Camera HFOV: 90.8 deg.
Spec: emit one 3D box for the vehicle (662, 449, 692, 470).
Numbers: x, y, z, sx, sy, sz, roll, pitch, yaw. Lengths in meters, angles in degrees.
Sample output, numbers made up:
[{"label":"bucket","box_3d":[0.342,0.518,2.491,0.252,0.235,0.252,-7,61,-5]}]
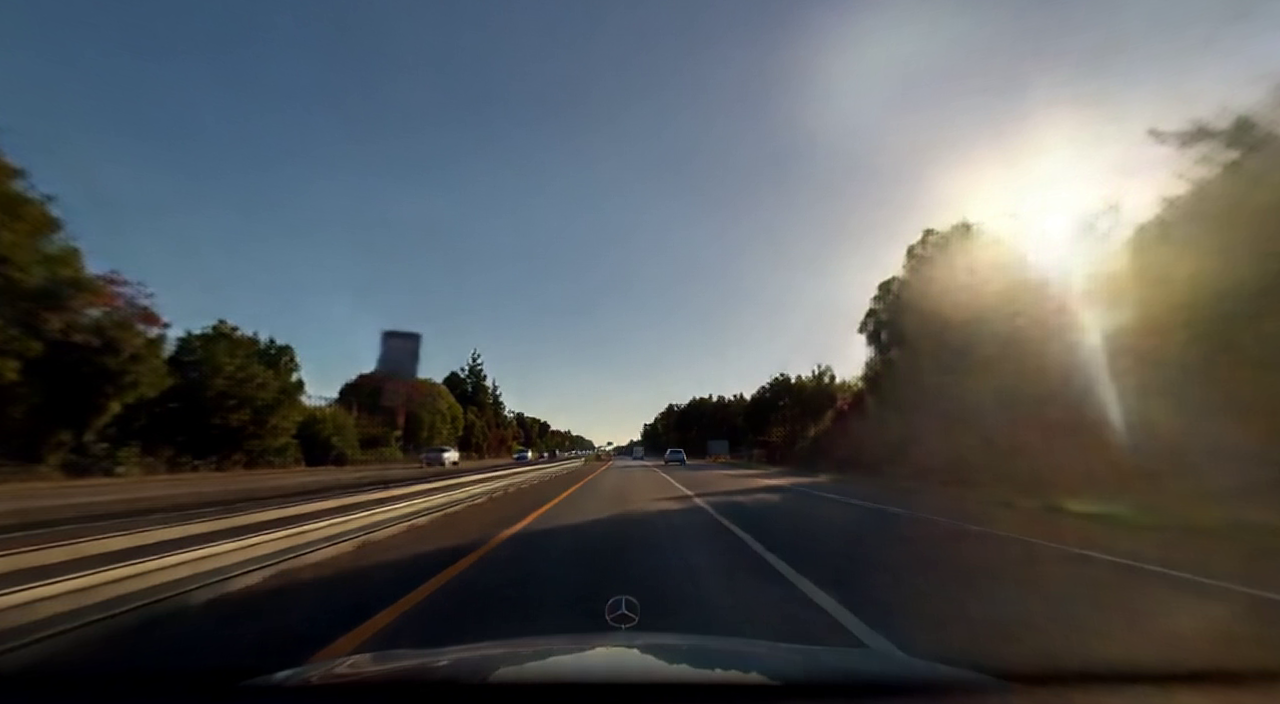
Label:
[{"label":"vehicle","box_3d":[2.758,8.105,47.658,1.870,1.486,3.858,0,-9,-2]}]
